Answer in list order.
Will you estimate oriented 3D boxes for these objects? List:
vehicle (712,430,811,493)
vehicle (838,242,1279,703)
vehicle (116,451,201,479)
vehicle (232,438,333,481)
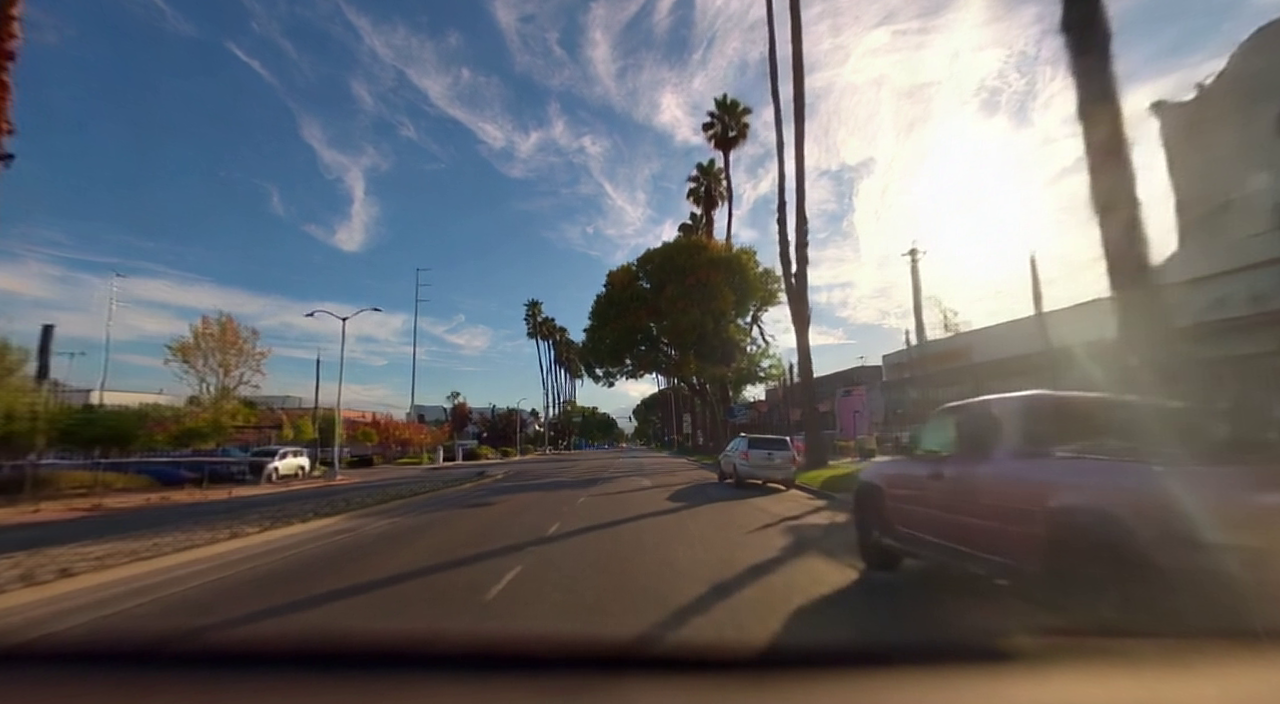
[{"bbox_3d":[3.662,3.380,19.904,2.138,1.743,4.363,0,-8,-1],"label":"vehicle"},{"bbox_3d":[3.709,1.057,5.275,2.198,2.123,6.218,0,-9,1],"label":"vehicle"},{"bbox_3d":[-37.778,8.855,49.641,4.828,1.948,2.094,-1,-9,-3],"label":"vehicle"},{"bbox_3d":[-19.448,5.778,34.230,6.167,2.125,2.526,-7,-10,38],"label":"vehicle"}]
